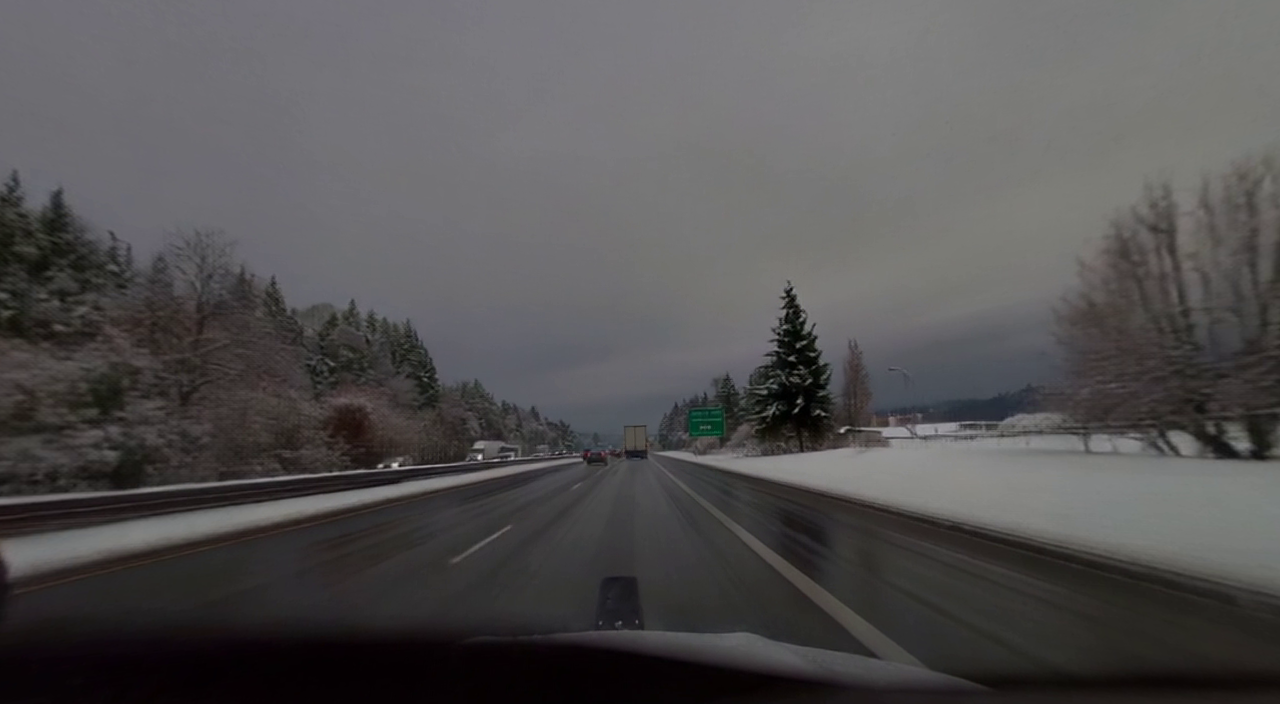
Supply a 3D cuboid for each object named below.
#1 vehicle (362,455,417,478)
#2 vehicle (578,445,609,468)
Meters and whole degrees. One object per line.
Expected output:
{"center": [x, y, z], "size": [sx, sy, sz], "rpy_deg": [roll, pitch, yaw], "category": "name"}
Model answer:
{"center": [-17.033, 7.795, 43.149], "size": [1.883, 1.473, 4.534], "rpy_deg": [0, -9, 0], "category": "vehicle"}
{"center": [-3.592, 8.183, 49.577], "size": [2.081, 1.682, 4.425], "rpy_deg": [0, -9, 0], "category": "vehicle"}
